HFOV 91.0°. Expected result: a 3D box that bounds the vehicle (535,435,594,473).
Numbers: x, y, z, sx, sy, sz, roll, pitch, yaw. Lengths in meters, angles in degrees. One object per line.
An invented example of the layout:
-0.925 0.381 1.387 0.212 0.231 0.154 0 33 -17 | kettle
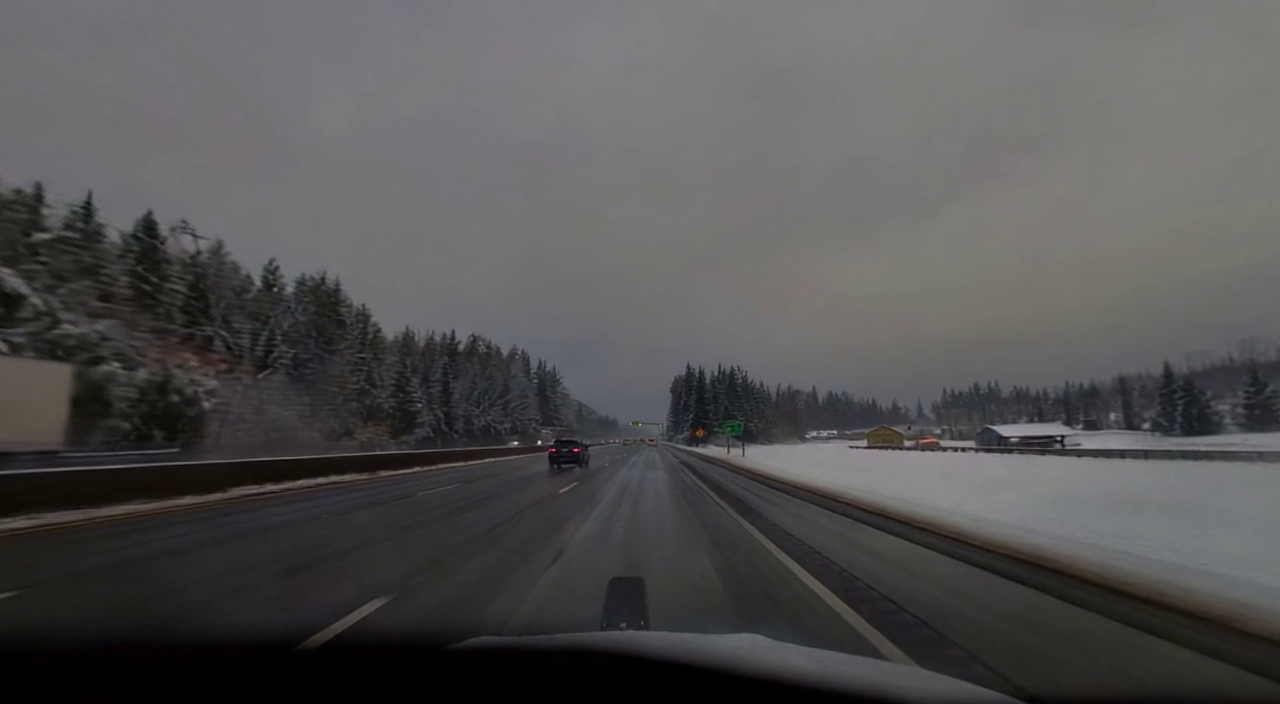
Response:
-3.524 4.863 30.260 2.123 1.643 4.479 0 -8 2 | vehicle
